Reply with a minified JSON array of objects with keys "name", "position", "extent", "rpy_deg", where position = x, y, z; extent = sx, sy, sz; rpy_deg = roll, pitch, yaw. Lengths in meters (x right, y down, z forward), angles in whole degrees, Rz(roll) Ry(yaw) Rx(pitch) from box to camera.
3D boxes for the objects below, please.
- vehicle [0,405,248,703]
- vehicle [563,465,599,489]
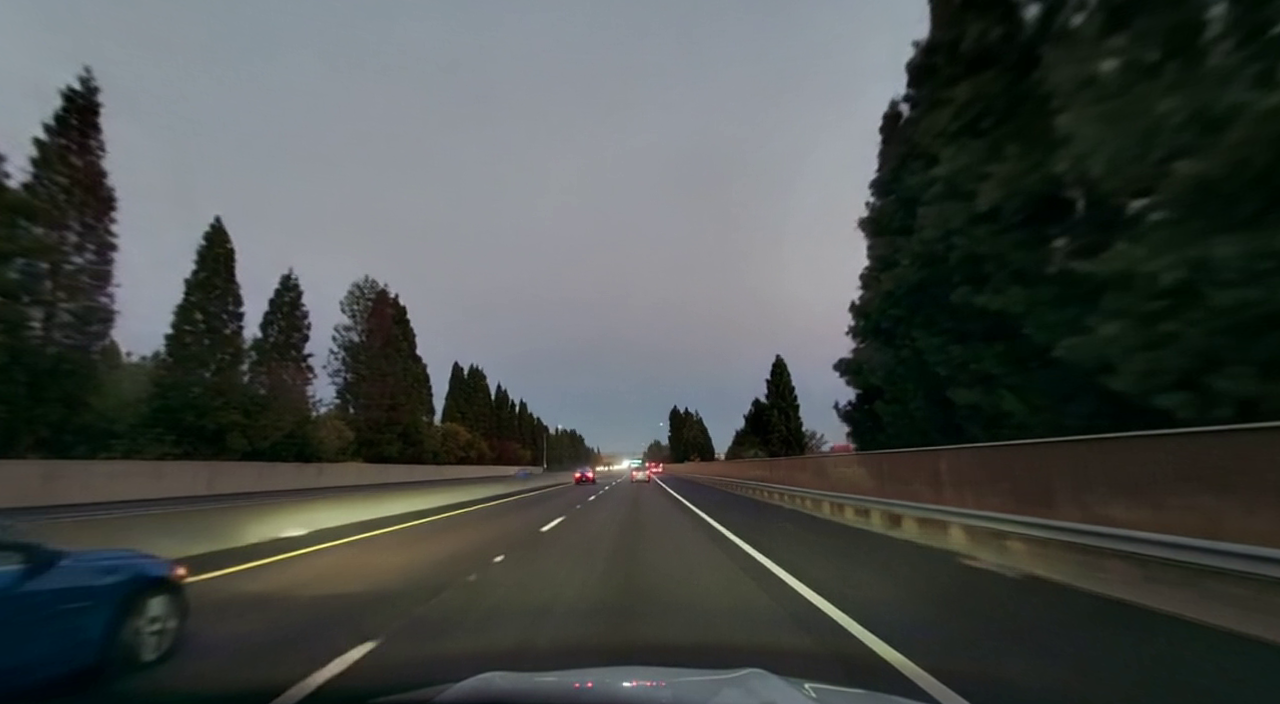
[{"name":"vehicle","position":[-3.695,0.874,2.041],"extent":[2.047,1.523,4.279],"rpy_deg":[1,-11,0]},{"name":"vehicle","position":[-3.972,8.524,43.179],"extent":[2.109,1.532,4.234],"rpy_deg":[1,-11,-1]}]
